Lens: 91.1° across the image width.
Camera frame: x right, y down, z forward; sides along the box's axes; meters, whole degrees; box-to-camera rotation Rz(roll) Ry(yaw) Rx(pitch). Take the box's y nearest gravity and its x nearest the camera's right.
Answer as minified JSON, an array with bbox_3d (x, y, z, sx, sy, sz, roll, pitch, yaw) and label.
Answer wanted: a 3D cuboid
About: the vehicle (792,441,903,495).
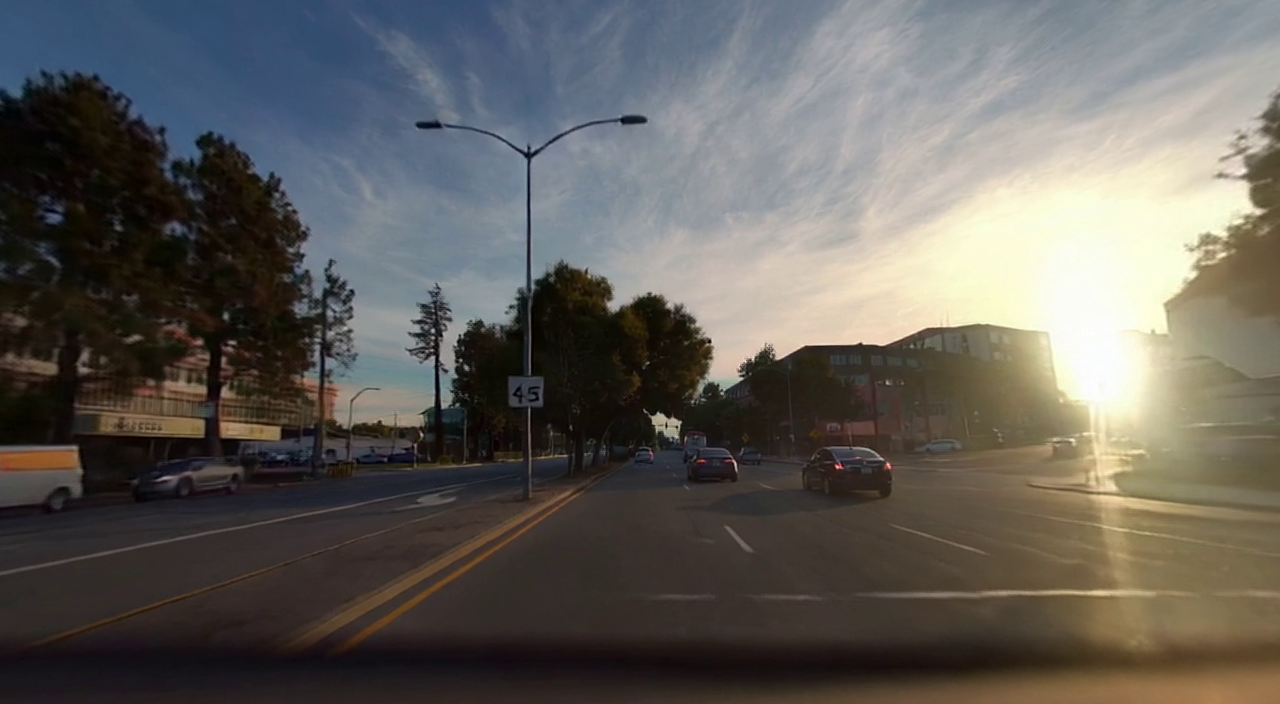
[{"bbox_3d":[6.335,3.562,19.764,1.918,1.484,4.456,0,-8,-1],"label":"vehicle"}]

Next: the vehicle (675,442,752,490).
[{"bbox_3d":[2.399,3.870,21.688,1.971,1.479,4.493,0,-9,-2],"label":"vehicle"}]

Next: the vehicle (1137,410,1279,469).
[{"bbox_3d":[23.805,3.562,25.496,2.152,2.069,6.067,-1,-8,-1],"label":"vehicle"}]

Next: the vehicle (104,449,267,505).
[{"bbox_3d":[-15.761,4.306,22.197,2.006,1.714,4.829,0,-9,2],"label":"vehicle"}]
